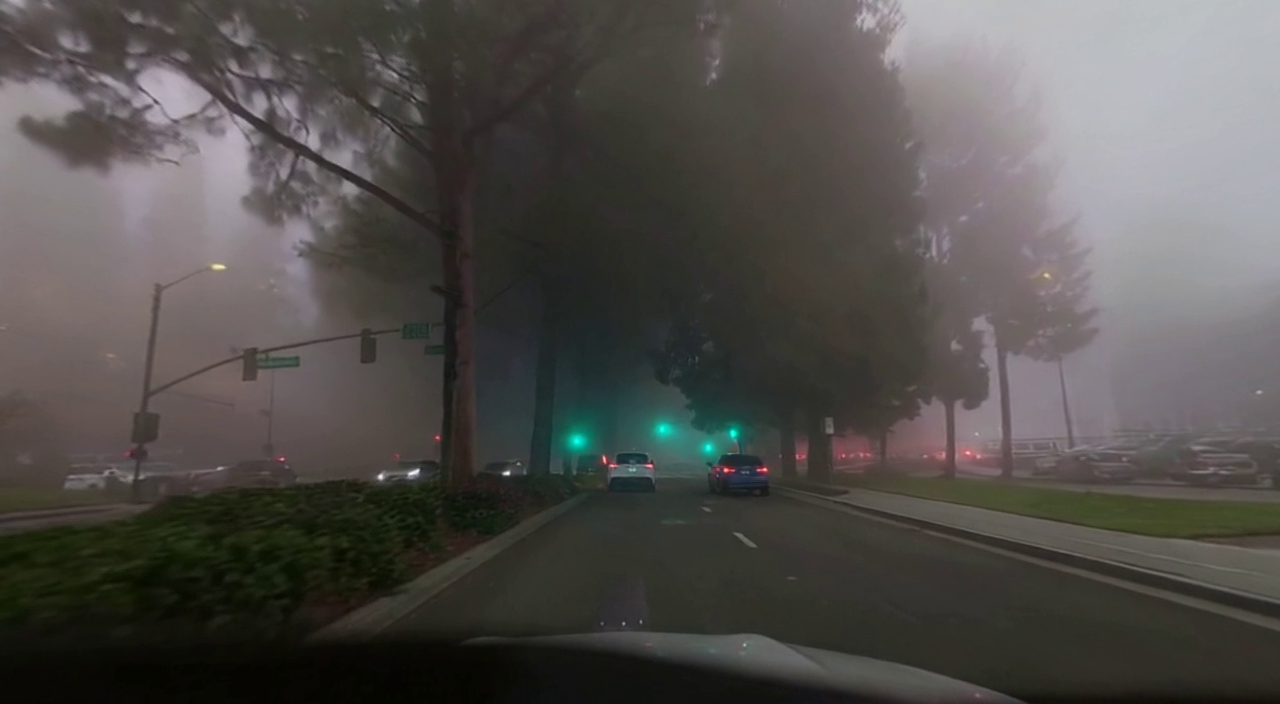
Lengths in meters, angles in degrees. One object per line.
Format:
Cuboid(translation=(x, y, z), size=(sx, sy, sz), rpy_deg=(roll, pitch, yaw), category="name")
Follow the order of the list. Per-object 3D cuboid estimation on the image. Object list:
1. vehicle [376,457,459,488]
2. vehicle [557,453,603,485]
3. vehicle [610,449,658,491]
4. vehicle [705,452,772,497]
Cuboid(translation=(-13.778, 7.464, 39.264), size=(4.526, 1.832, 1.894), rpy_deg=(1, -9, -7), category="vehicle")
Cuboid(translation=(-3.415, 6.741, 36.610), size=(2.047, 1.710, 4.314), rpy_deg=(0, -9, 2), category="vehicle")
Cuboid(translation=(-0.245, 5.273, 28.570), size=(2.022, 1.700, 4.084), rpy_deg=(0, -9, 0), category="vehicle")
Cuboid(translation=(3.716, 4.664, 24.446), size=(1.847, 1.554, 4.052), rpy_deg=(0, -9, -1), category="vehicle")
